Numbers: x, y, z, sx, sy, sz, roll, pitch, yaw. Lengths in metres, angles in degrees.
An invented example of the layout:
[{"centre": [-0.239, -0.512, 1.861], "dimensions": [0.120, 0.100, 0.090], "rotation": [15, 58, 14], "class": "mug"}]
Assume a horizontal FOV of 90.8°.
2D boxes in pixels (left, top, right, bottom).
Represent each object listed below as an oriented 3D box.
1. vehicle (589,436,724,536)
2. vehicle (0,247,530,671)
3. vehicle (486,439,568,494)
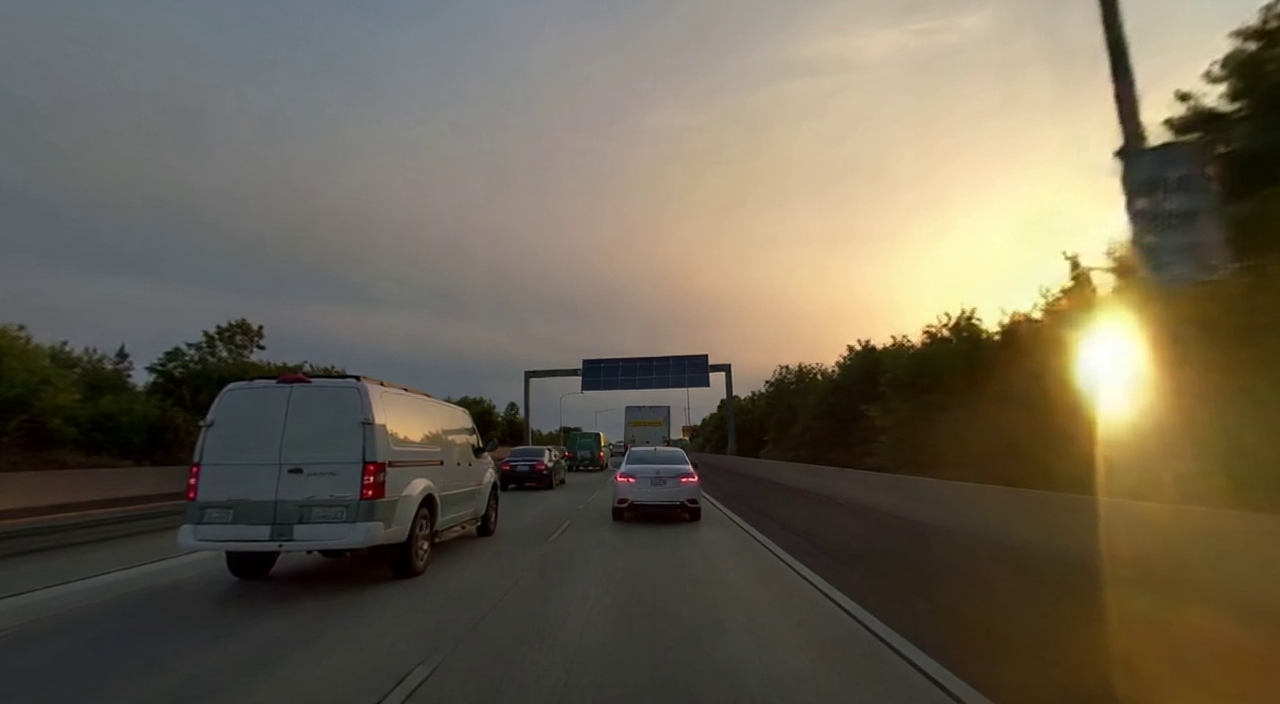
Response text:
[{"centre": [0.227, 2.318, 11.418], "dimensions": [2.063, 1.507, 3.488], "rotation": [0, -9, -1], "class": "vehicle"}, {"centre": [-3.070, 1.151, 7.487], "dimensions": [2.289, 2.757, 6.726], "rotation": [0, -9, 0], "class": "vehicle"}, {"centre": [-3.609, 3.742, 20.870], "dimensions": [1.963, 1.627, 3.849], "rotation": [0, -9, 0], "class": "vehicle"}]
